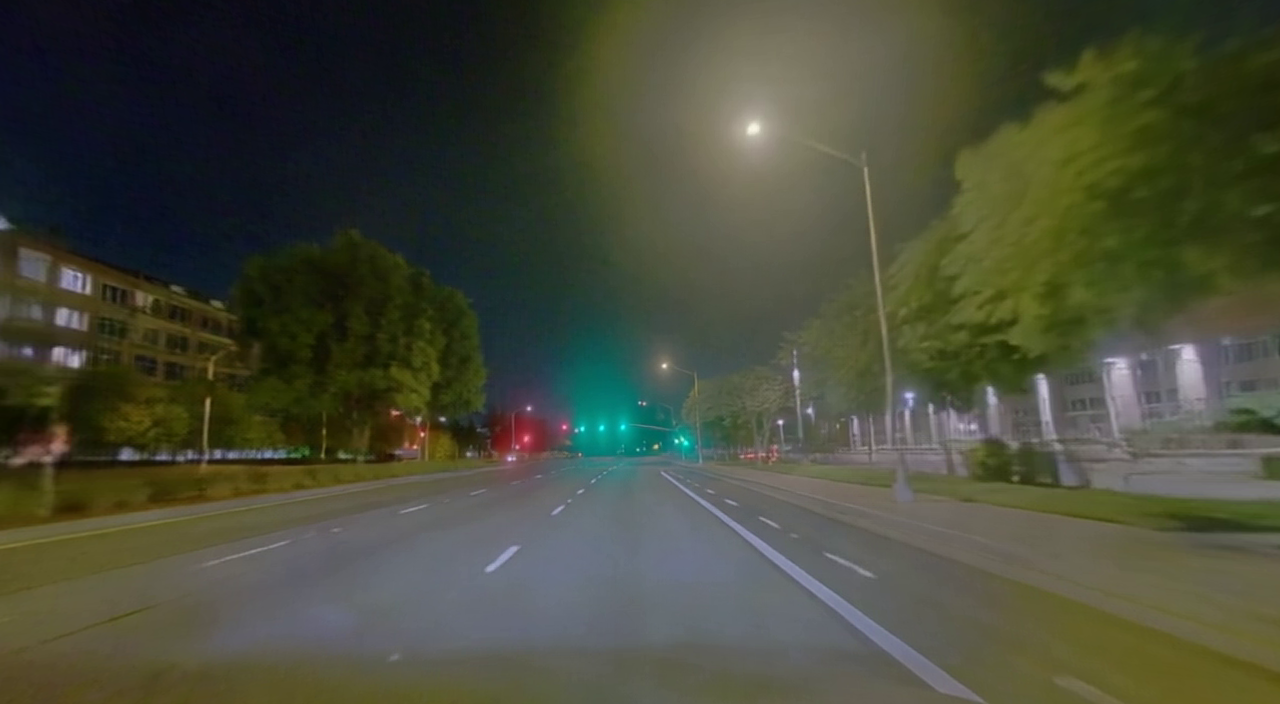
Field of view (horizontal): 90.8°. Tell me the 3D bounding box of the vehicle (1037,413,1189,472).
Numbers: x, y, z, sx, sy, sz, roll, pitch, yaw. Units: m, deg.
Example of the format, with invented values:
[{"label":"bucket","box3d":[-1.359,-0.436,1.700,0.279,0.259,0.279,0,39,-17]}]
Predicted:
[{"label":"vehicle","box3d":[27.988,5.313,37.457,7.548,3.111,2.756,0,-8,-14]}]
